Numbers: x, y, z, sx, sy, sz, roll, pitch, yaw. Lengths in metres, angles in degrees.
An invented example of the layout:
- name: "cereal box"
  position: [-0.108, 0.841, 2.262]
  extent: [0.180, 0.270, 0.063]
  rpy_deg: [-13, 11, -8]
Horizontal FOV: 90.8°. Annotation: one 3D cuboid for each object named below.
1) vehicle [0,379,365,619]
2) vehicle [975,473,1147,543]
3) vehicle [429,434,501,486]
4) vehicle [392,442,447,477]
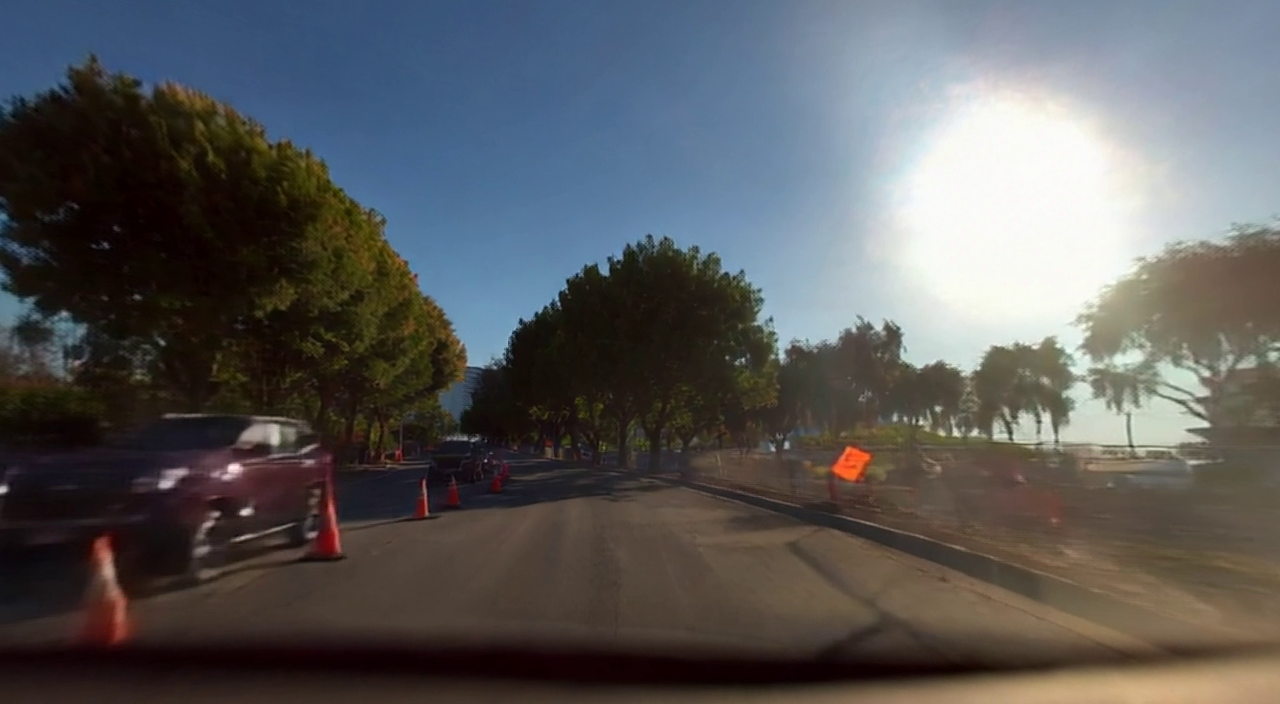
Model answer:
- name: "vehicle"
  position: [-5.638, 1.673, 8.111]
  extent: [2.260, 2.162, 4.555]
  rpy_deg: [0, -8, -2]
- name: "vehicle"
  position: [13.433, 4.920, 20.244]
  extent: [4.549, 1.745, 1.960]
  rpy_deg: [1, -5, -14]
- name: "vehicle"
  position: [-7.125, 4.425, 26.225]
  extent: [2.193, 1.885, 4.474]
  rpy_deg: [0, -8, -7]
- name: "vehicle"
  position: [-12.585, 6.129, 36.388]
  extent: [2.206, 1.837, 4.550]
  rpy_deg: [1, -8, -9]
